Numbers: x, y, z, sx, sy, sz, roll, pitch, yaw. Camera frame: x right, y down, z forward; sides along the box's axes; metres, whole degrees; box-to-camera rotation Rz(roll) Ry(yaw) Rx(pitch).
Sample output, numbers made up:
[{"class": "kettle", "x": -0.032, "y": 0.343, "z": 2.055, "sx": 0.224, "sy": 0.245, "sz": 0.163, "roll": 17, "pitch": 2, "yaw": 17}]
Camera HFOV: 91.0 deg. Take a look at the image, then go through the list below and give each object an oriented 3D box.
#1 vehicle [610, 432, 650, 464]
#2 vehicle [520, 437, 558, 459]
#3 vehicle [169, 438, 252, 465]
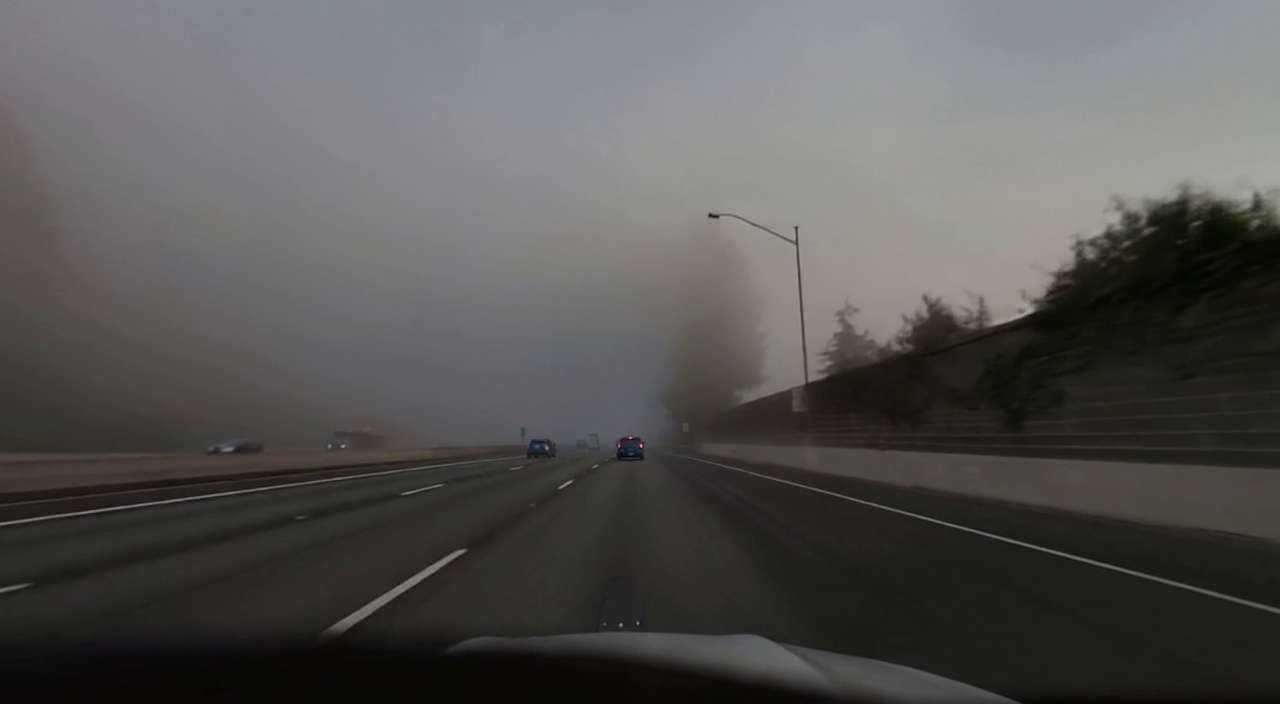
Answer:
[{"class": "vehicle", "x": -0.509, "y": 5.438, "z": 35.769, "sx": 2.141, "sy": 1.706, "sz": 4.065, "roll": 0, "pitch": -8, "yaw": 0}, {"class": "vehicle", "x": -7.516, "y": 7.159, "z": 47.130, "sx": 2.019, "sy": 1.523, "sz": 4.396, "roll": 0, "pitch": -8, "yaw": 1}, {"class": "vehicle", "x": -28.907, "y": 6.704, "z": 42.605, "sx": 2.074, "sy": 1.703, "sz": 4.952, "roll": 0, "pitch": -8, "yaw": 1}]
